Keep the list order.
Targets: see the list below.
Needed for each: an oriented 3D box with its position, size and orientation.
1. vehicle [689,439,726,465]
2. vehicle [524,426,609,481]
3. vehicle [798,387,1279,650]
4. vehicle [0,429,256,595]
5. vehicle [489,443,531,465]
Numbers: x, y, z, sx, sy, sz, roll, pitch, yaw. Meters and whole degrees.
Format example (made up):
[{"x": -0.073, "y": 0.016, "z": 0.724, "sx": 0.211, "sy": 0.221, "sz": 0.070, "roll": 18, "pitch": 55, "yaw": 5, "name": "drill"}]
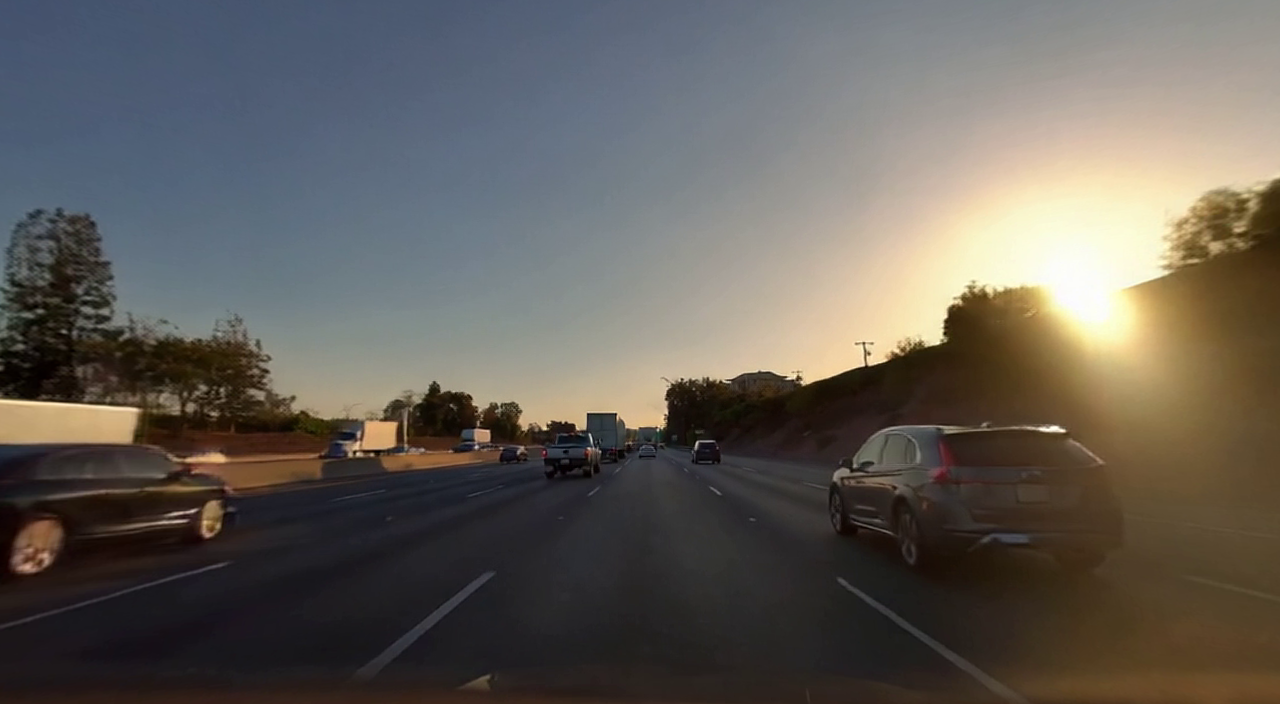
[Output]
[{"x": 4.541, "y": 6.763, "z": 42.744, "sx": 2.026, "sy": 1.661, "sz": 3.865, "roll": 0, "pitch": -8, "yaw": -1, "name": "vehicle"}, {"x": -2.884, "y": 4.227, "z": 26.582, "sx": 2.645, "sy": 2.023, "sz": 6.491, "roll": -1, "pitch": -8, "yaw": 2, "name": "vehicle"}, {"x": 3.145, "y": 1.375, "z": 6.242, "sx": 2.028, "sy": 1.658, "sz": 4.334, "roll": 0, "pitch": -8, "yaw": 0, "name": "vehicle"}, {"x": -6.932, "y": 1.698, "z": 7.336, "sx": 2.235, "sy": 1.506, "sz": 4.159, "roll": 0, "pitch": -8, "yaw": 1, "name": "vehicle"}, {"x": -9.497, "y": 7.515, "z": 46.606, "sx": 1.981, "sy": 1.495, "sz": 4.834, "roll": 0, "pitch": -8, "yaw": 1, "name": "vehicle"}]
